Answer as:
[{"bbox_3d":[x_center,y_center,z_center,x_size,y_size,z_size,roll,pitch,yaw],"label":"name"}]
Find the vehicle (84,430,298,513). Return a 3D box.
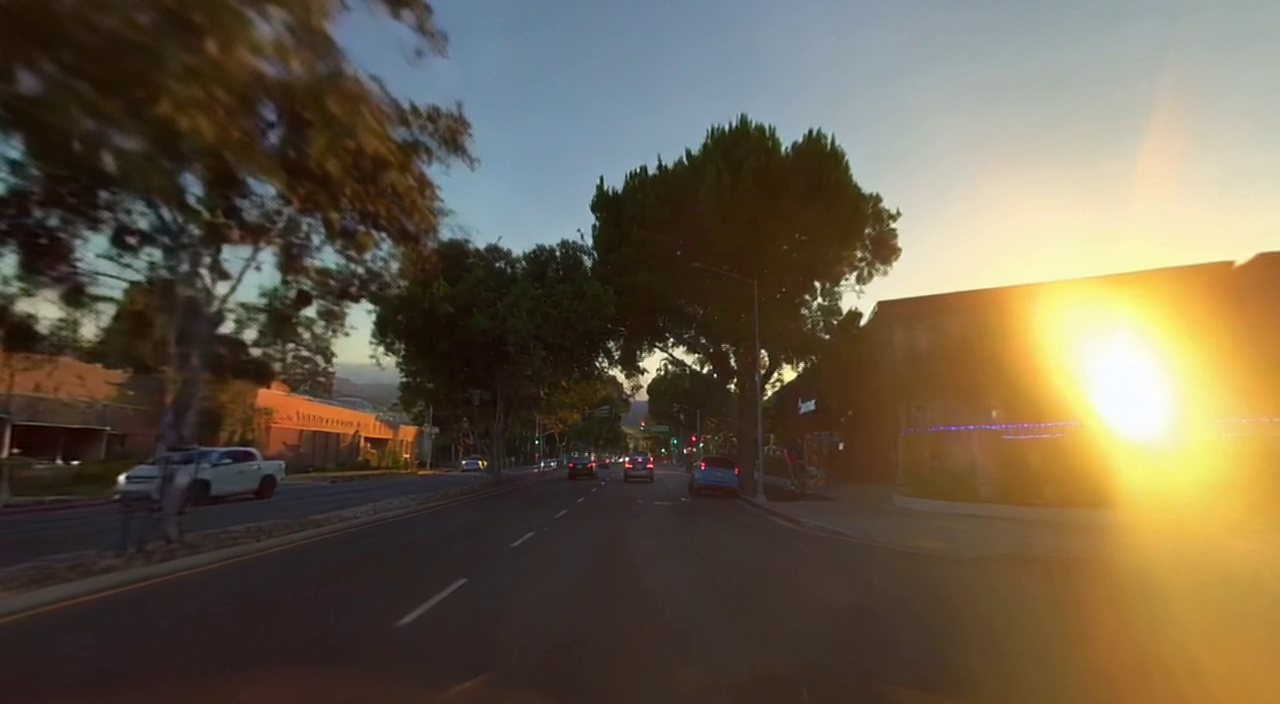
[{"bbox_3d":[-12.122,3.254,17.656,2.260,1.921,4.902,1,-9,1],"label":"vehicle"}]

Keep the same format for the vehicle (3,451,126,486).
[{"bbox_3d":[-29.255,5.909,32.376,1.907,1.665,4.640,0,-9,0],"label":"vehicle"}]

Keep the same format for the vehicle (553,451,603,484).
[{"bbox_3d":[-2.976,5.636,31.142,1.921,1.477,4.083,0,-9,2],"label":"vehicle"}]

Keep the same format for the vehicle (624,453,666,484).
[{"bbox_3d":[0.297,6.128,33.549,2.085,1.475,3.976,0,-9,2],"label":"vehicle"}]

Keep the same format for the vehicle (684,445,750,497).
[{"bbox_3d":[2.999,4.752,25.696,2.175,1.850,5.118,0,-9,2],"label":"vehicle"}]
